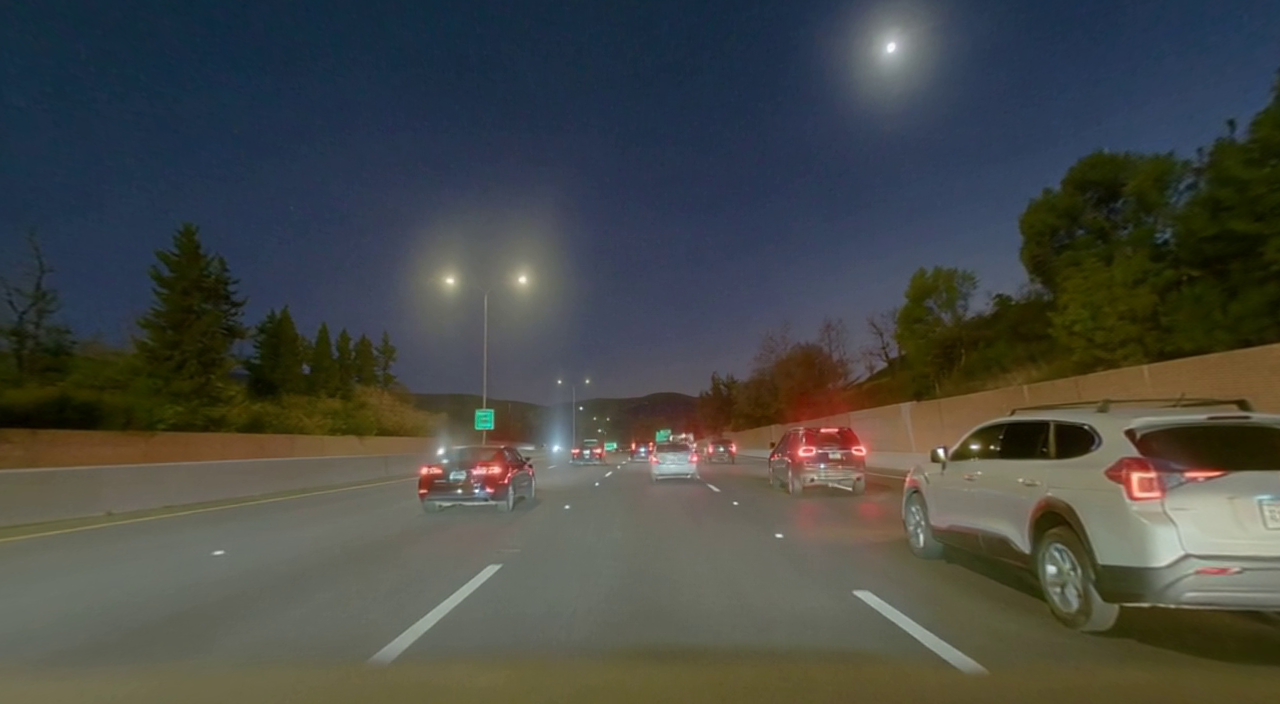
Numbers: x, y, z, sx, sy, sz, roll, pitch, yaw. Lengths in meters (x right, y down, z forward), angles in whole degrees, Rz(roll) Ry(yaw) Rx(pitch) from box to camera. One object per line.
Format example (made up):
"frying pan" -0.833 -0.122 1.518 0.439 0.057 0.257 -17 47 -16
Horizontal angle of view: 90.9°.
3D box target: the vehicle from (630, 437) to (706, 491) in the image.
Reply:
"vehicle" 0.736 3.376 19.429 2.105 1.471 3.978 0 -8 -1

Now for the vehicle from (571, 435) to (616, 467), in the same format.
"vehicle" -2.680 5.845 37.422 2.154 1.793 4.736 0 -8 2

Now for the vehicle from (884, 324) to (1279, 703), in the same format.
"vehicle" 3.767 1.083 4.960 1.930 1.831 4.344 0 -8 0

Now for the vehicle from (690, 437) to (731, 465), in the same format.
"vehicle" 3.950 5.614 36.011 1.855 1.513 3.915 0 -8 -1

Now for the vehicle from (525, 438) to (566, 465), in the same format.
"vehicle" -6.550 6.959 44.328 2.055 1.751 4.825 0 -8 1

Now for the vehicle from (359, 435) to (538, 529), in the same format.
"vehicle" -3.367 2.364 12.124 1.961 1.456 4.362 0 -8 2

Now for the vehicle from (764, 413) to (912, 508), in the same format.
"vehicle" 4.375 2.481 14.829 1.970 1.872 4.575 0 -8 0
